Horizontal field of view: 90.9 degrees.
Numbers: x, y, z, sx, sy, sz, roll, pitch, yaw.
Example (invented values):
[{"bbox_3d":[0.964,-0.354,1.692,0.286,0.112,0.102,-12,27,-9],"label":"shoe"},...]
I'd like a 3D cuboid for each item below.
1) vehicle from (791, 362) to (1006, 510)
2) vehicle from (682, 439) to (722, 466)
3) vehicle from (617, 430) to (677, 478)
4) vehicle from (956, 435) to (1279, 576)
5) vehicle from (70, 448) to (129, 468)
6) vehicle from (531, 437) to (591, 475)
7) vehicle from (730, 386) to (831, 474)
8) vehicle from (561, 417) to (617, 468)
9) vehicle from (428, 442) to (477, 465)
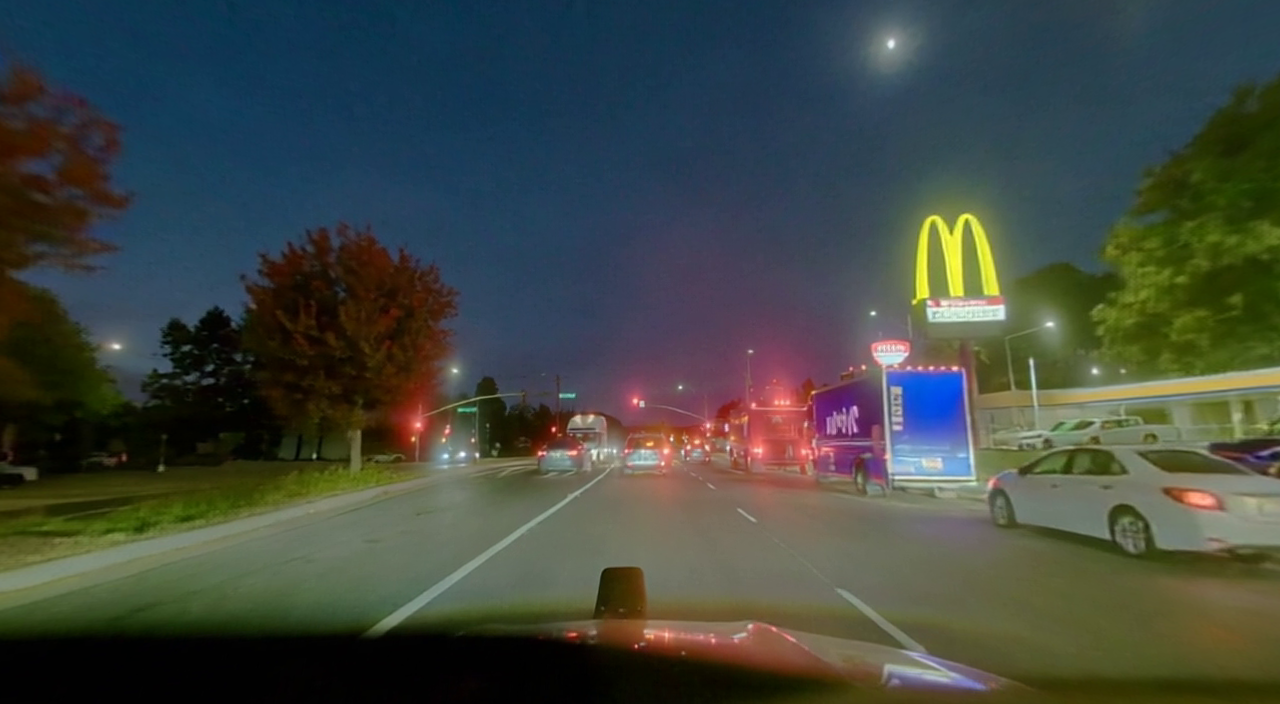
[{"bbox_3d":[6.825,2.466,18.358,2.891,3.361,7.843,0,-8,0],"label":"vehicle"},{"bbox_3d":[3.713,6.137,38.575,2.075,1.540,4.411,0,-8,1],"label":"vehicle"},{"bbox_3d":[0.309,4.031,25.041,2.209,1.718,4.008,-1,-8,2],"label":"vehicle"},{"bbox_3d":[6.662,1.966,9.016,1.980,1.473,4.537,0,-8,1],"label":"vehicle"},{"bbox_3d":[-41.382,8.086,48.396,1.795,1.416,4.294,2,-9,-16],"label":"vehicle"},{"bbox_3d":[-3.338,4.475,27.478,2.008,1.500,4.369,0,-8,1],"label":"vehicle"},{"bbox_3d":[6.985,4.251,33.275,2.816,3.804,10.315,-2,-9,0],"label":"vehicle"},{"bbox_3d":[-2.969,5.521,38.509,2.715,2.791,7.171,0,-8,1],"label":"vehicle"},{"bbox_3d":[-13.756,7.460,46.588,1.928,1.497,4.446,-1,-7,4],"label":"vehicle"}]
